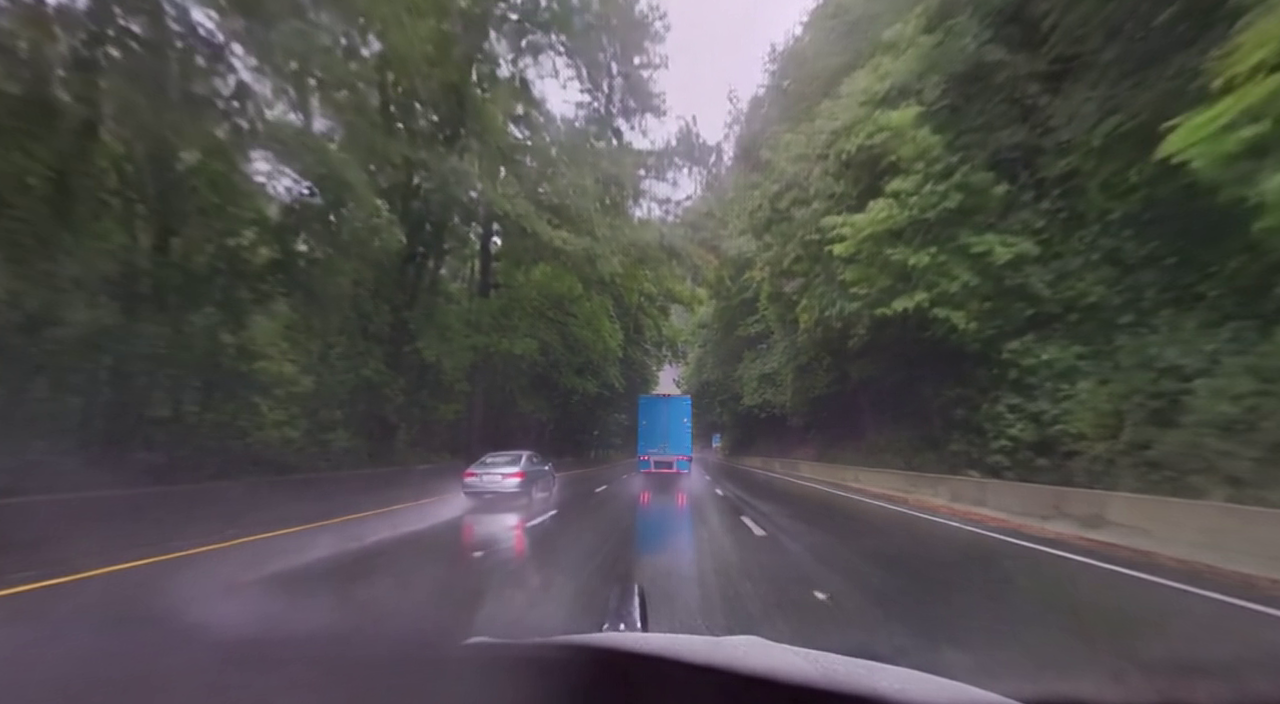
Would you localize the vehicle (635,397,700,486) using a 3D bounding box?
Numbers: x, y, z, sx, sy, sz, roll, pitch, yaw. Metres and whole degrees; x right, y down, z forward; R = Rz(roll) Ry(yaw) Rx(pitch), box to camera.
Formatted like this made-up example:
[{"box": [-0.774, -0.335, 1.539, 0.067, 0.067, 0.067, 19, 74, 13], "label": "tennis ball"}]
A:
[{"box": [1.556, 4.619, 32.251, 2.821, 3.878, 8.925, -1, -9, 5], "label": "vehicle"}]

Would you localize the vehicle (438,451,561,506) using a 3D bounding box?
[{"box": [-3.854, 3.565, 18.358, 2.133, 1.358, 4.870, -1, -9, 5], "label": "vehicle"}]
